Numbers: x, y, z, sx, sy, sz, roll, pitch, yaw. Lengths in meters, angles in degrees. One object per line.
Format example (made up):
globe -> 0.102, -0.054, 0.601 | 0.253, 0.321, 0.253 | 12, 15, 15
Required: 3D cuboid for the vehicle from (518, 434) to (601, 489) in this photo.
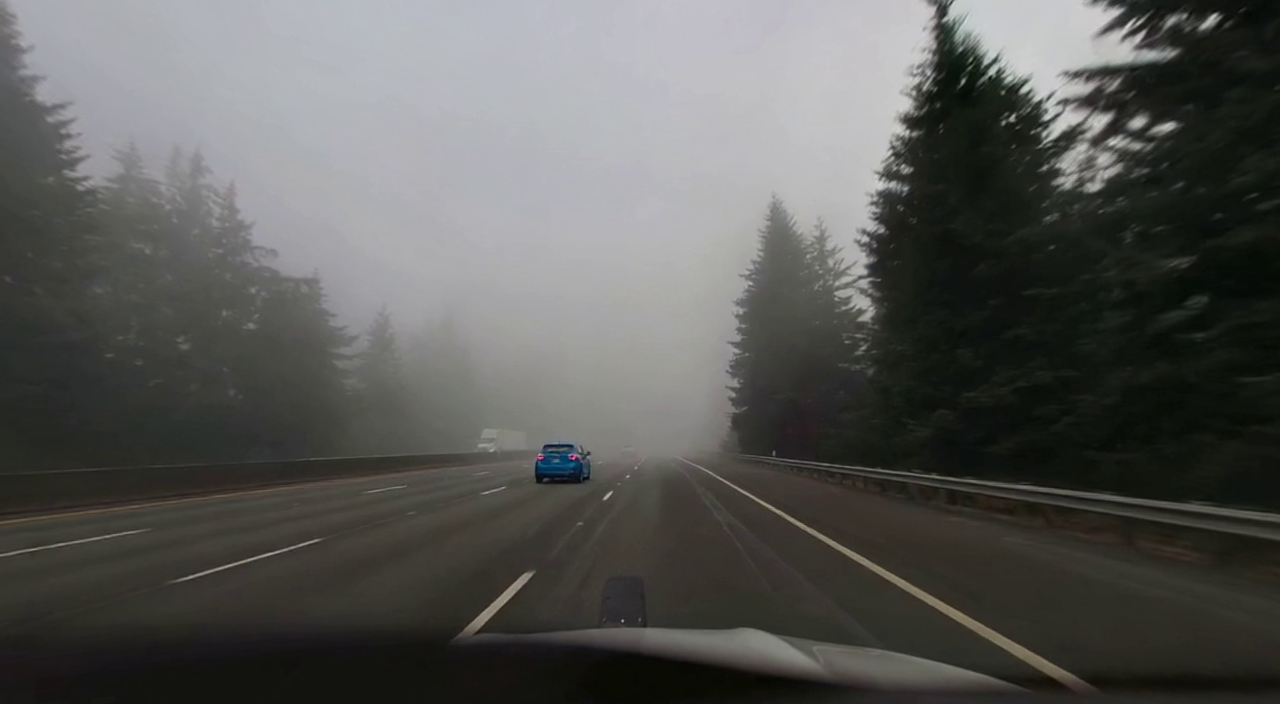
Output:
vehicle -> -2.624, 3.681, 21.477 | 2.133, 1.686, 4.203 | -1, -8, 2
